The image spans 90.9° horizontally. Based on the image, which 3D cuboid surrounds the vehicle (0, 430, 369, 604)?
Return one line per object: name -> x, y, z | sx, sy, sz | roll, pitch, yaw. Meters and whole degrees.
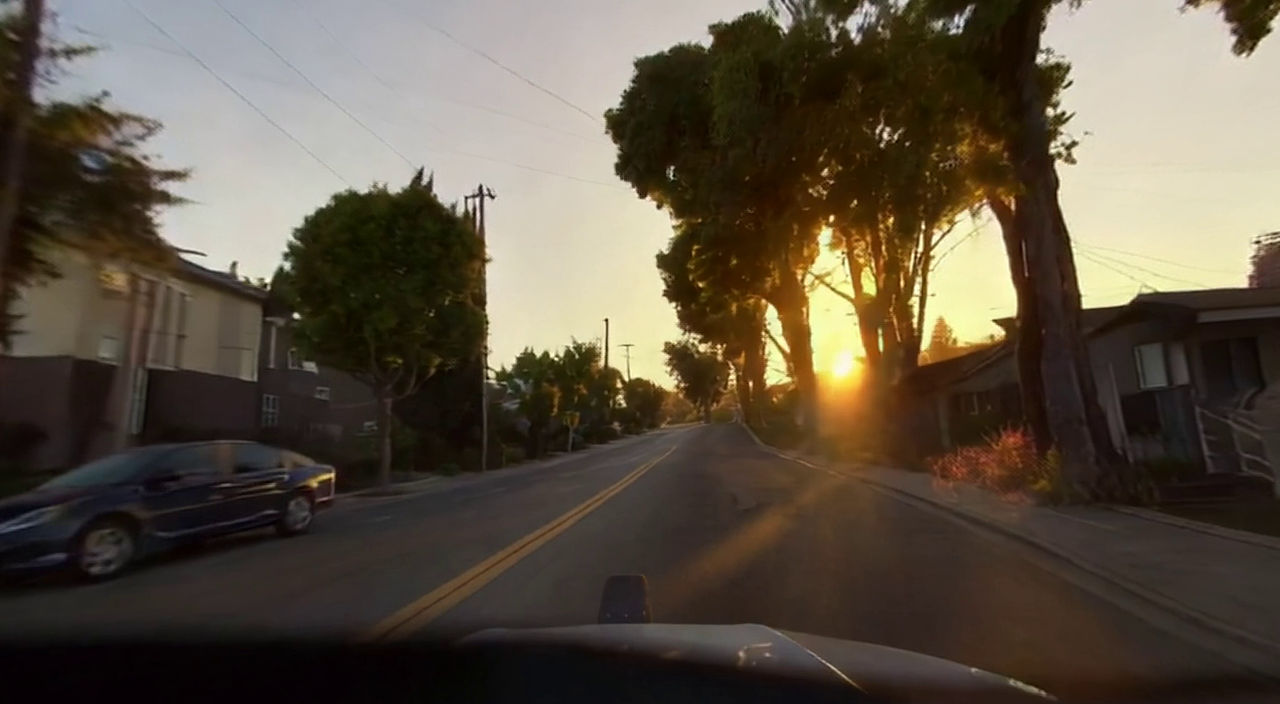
vehicle -> -6.077, 1.931, 8.609 | 2.032, 1.595, 5.289 | -1, -8, 5
